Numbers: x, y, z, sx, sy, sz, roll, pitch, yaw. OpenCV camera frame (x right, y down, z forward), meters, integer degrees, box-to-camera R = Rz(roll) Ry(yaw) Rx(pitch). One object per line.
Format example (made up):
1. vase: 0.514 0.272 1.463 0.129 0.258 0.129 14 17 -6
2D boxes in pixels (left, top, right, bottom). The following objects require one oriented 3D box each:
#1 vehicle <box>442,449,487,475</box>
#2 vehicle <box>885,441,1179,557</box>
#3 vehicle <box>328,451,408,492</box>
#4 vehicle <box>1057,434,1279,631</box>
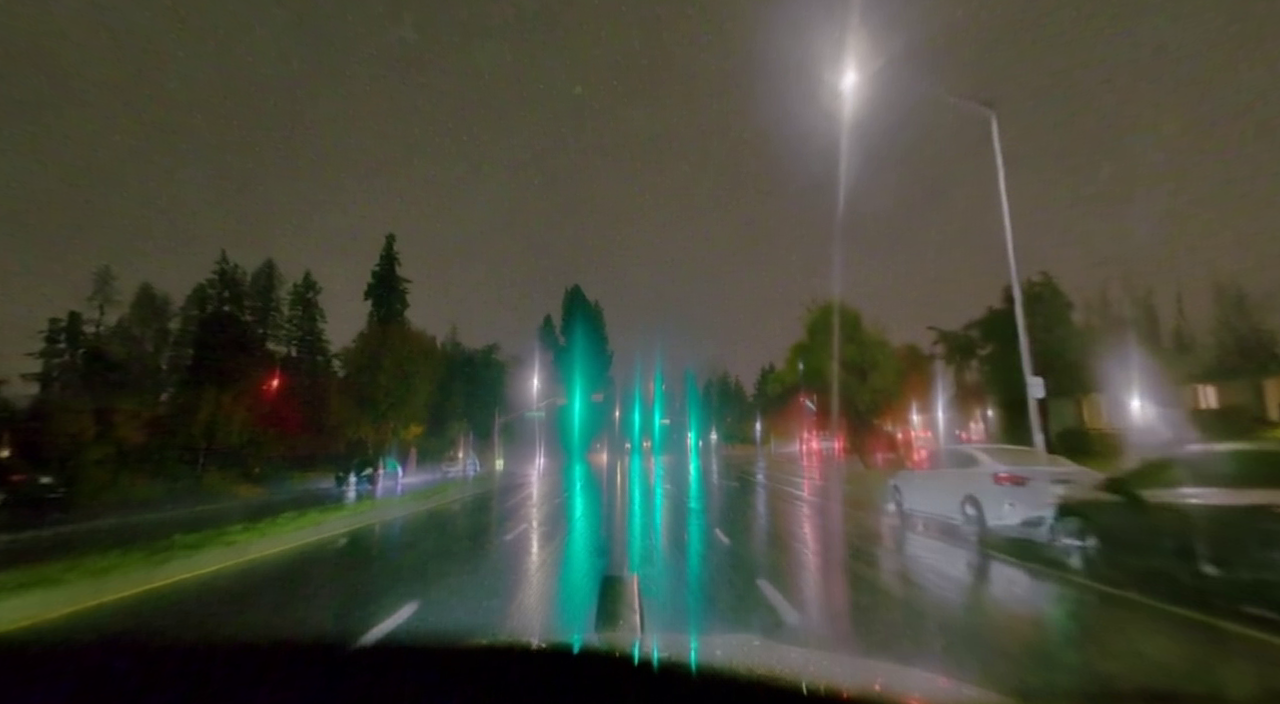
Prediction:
1. vehicle: -13.080 8.199 47.443 2.121 1.791 4.871 0 -8 -2
2. vehicle: 5.813 2.185 10.205 1.892 1.452 4.327 0 -8 -1
3. vehicle: -12.964 5.676 30.415 1.916 1.754 4.337 0 -8 -1
4. vehicle: 5.776 1.410 5.096 1.854 1.474 4.479 0 -8 2
